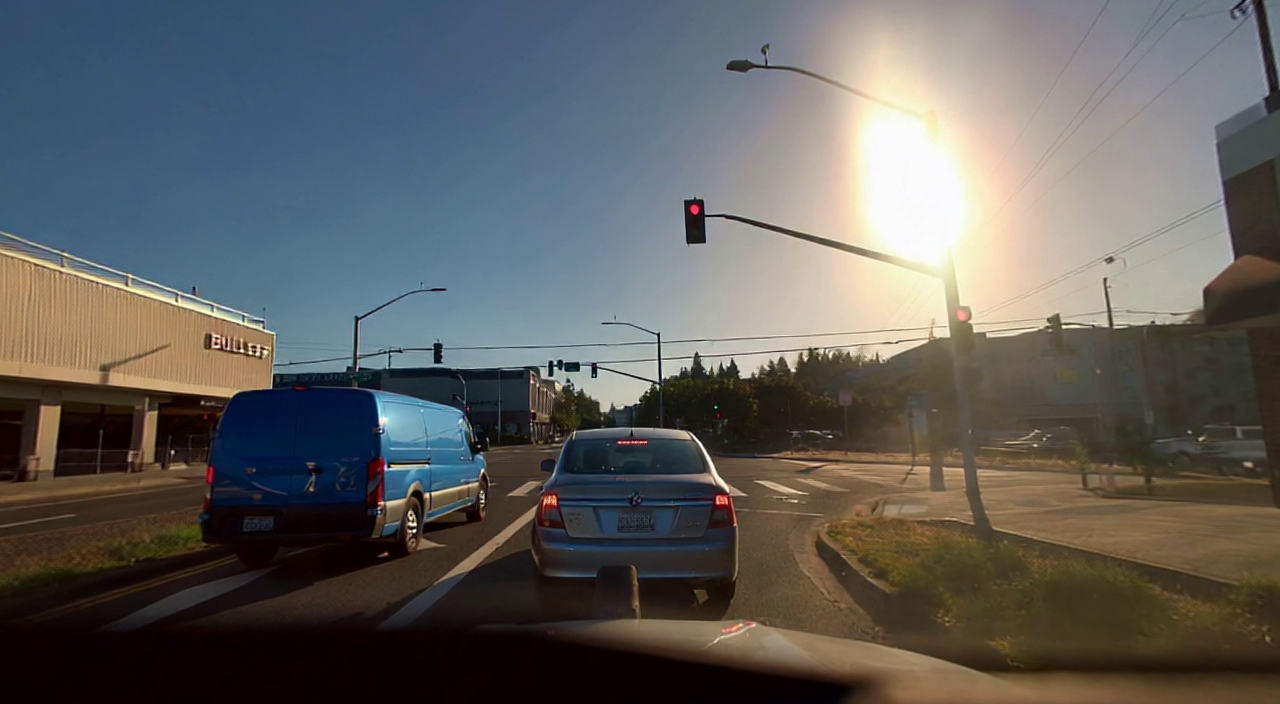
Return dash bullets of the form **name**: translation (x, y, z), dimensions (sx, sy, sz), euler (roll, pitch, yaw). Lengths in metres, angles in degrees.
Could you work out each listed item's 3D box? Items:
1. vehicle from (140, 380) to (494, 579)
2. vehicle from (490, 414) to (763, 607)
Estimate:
- **vehicle**: translation (-3.577, 1.511, 8.415), dimensions (2.076, 1.820, 5.100), euler (0, -8, -1)
- **vehicle**: translation (-0.113, 1.466, 6.792), dimensions (2.064, 1.452, 3.942), euler (0, -8, 0)
